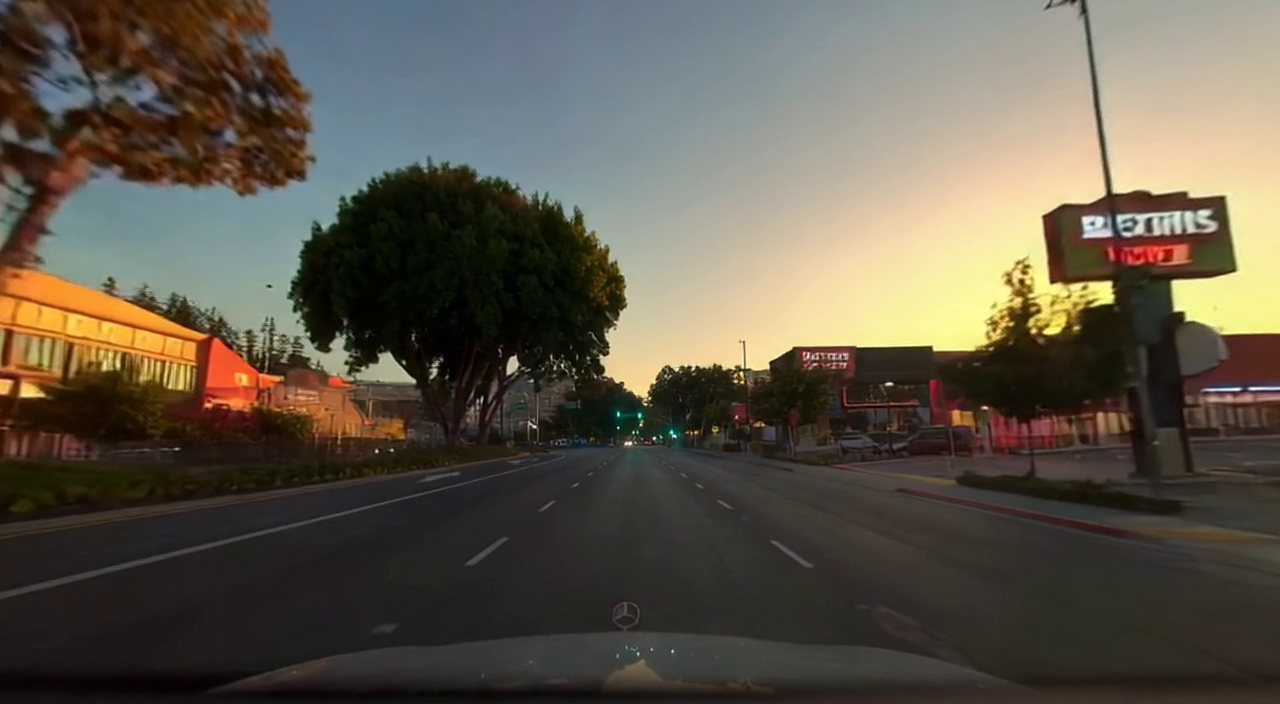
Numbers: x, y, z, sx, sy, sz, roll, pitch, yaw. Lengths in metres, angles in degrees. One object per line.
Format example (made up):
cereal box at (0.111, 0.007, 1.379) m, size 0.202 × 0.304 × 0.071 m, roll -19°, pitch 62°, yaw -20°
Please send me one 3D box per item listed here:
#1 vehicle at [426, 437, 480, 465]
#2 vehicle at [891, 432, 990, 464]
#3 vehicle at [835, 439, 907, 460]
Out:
vehicle at (-12.700, 6.744, 43.327) m, size 2.187 × 1.776 × 4.832 m, roll 0°, pitch -8°, yaw 0°
vehicle at (17.032, 5.485, 35.973) m, size 4.634 × 1.745 × 1.893 m, roll 0°, pitch -8°, yaw 0°
vehicle at (17.084, 7.201, 46.827) m, size 4.564 × 1.522 × 1.851 m, roll 1°, pitch -8°, yaw -8°
